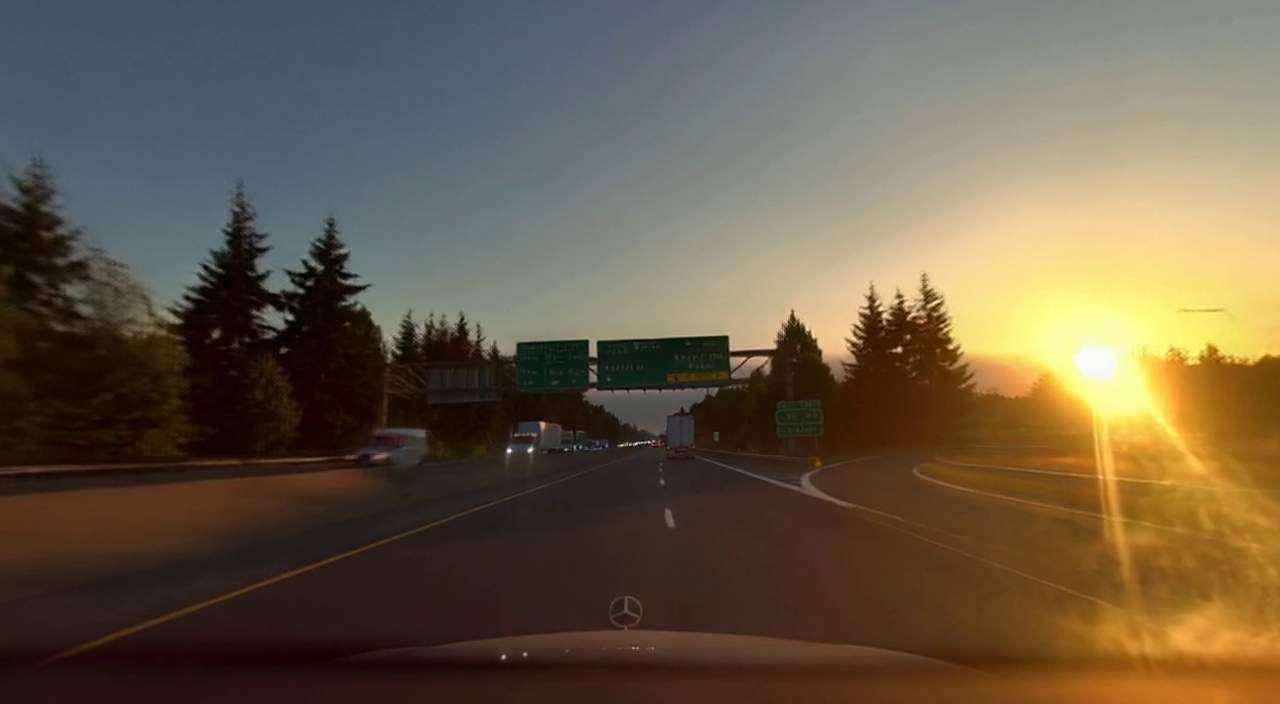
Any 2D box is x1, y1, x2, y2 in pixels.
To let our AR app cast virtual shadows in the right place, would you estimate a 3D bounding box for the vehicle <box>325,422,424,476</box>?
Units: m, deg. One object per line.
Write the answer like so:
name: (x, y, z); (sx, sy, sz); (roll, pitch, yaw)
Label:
vehicle: (-13.424, 4.998, 32.426); (2.317, 2.481, 5.878); (-1, -9, 3)
